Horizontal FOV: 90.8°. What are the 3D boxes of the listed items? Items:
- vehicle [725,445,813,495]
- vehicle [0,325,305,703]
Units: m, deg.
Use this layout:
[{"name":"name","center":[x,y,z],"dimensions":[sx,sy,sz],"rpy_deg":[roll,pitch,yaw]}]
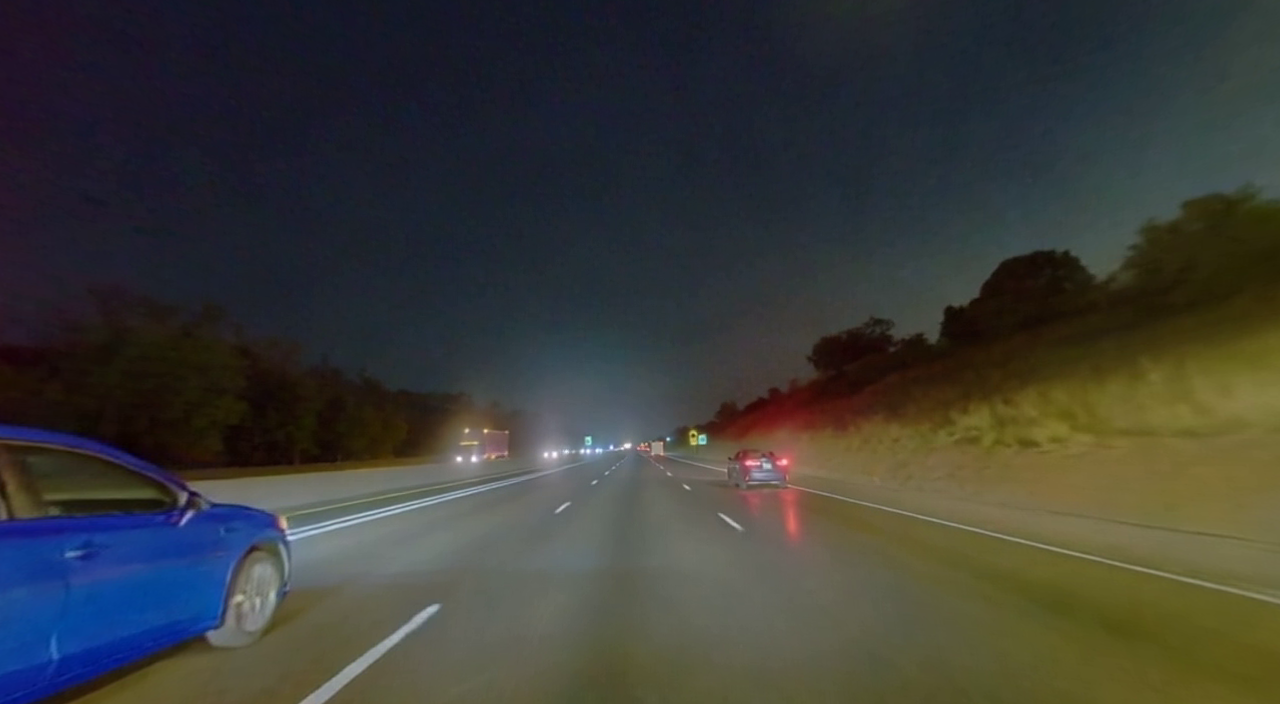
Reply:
[{"name":"vehicle","center":[4.106,3.816,20.758],"dimensions":[1.967,1.472,3.751],"rpy_deg":[0,-9,-2]},{"name":"vehicle","center":[-3.137,0.699,1.455],"dimensions":[2.277,1.695,4.475],"rpy_deg":[0,-9,-1]}]
